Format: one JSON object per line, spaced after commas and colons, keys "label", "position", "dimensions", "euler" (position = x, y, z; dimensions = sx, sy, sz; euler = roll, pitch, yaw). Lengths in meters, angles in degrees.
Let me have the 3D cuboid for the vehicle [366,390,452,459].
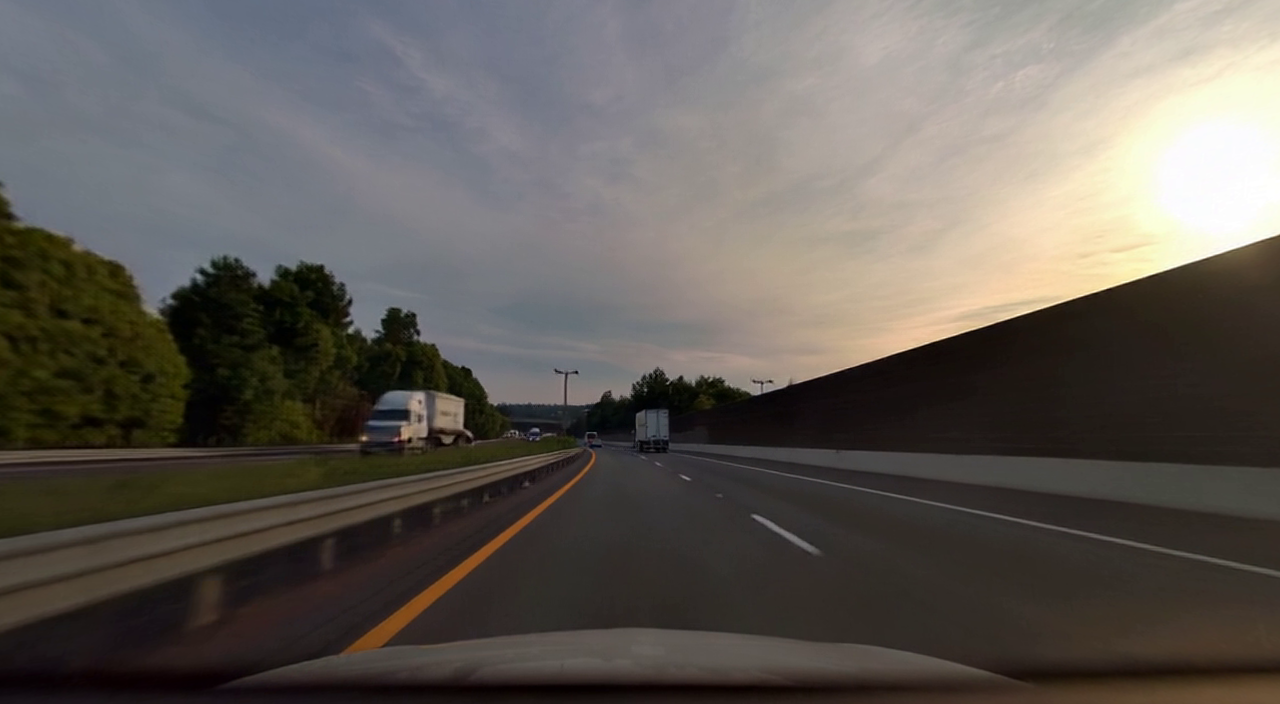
{"label": "vehicle", "position": [-13.821, 4.474, 38.222], "dimensions": [2.962, 3.832, 5.796], "euler": [0, -8, 0]}
